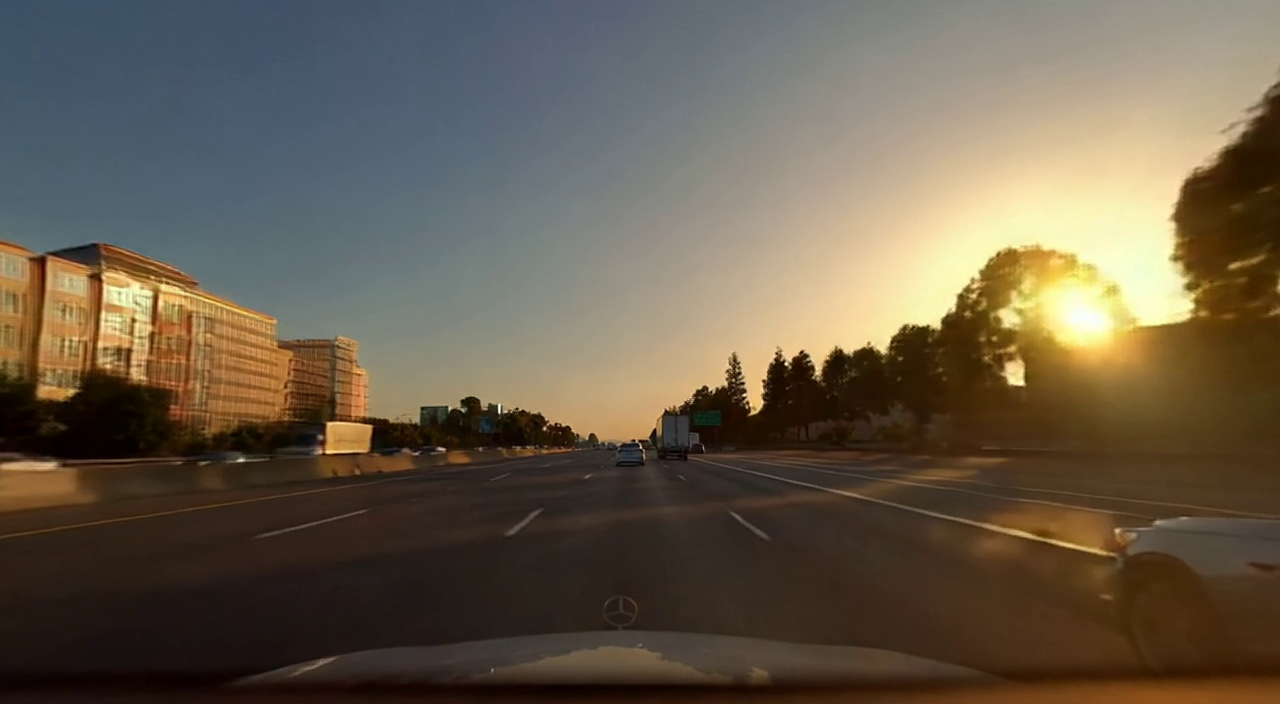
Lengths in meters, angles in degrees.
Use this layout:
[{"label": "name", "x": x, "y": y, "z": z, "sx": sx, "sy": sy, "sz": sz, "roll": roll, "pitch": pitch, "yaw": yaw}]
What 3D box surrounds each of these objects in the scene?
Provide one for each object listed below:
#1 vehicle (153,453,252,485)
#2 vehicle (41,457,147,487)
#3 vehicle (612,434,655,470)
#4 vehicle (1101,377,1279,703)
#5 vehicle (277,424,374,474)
[{"label": "vehicle", "x": -22.514, "y": 6.016, "z": 32.768, "sx": 1.845, "sy": 1.442, "sz": 4.668, "roll": 0, "pitch": -8, "yaw": 0}, {"label": "vehicle", "x": -29.854, "y": 6.534, "z": 34.730, "sx": 1.880, "sy": 1.435, "sz": 4.451, "roll": 0, "pitch": -8, "yaw": -1}, {"label": "vehicle", "x": -0.400, "y": 5.702, "z": 36.141, "sx": 2.297, "sy": 1.912, "sz": 4.355, "roll": 0, "pitch": -8, "yaw": -1}, {"label": "vehicle", "x": 3.524, "y": 0.715, "z": 1.231, "sx": 1.950, "sy": 1.596, "sz": 4.326, "roll": 0, "pitch": -8, "yaw": 0}, {"label": "vehicle", "x": -18.076, "y": 5.618, "z": 36.853, "sx": 2.255, "sy": 2.648, "sz": 6.640, "roll": 0, "pitch": -8, "yaw": 0}]
